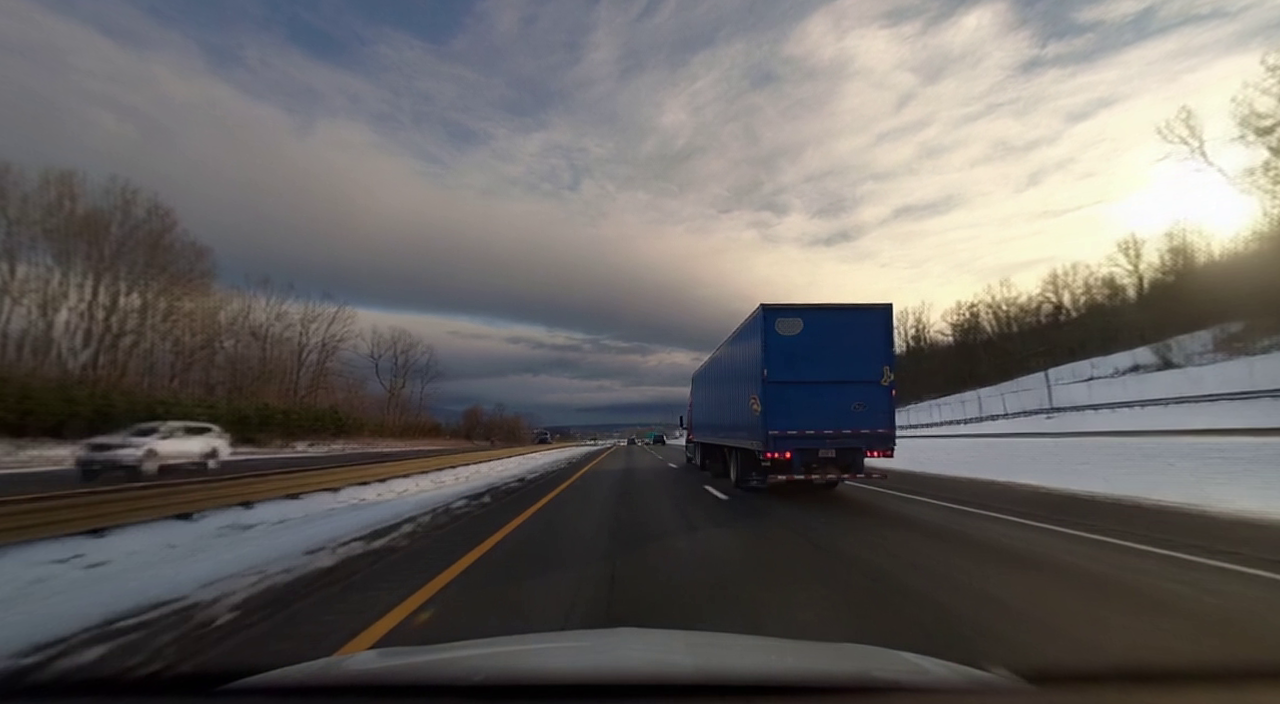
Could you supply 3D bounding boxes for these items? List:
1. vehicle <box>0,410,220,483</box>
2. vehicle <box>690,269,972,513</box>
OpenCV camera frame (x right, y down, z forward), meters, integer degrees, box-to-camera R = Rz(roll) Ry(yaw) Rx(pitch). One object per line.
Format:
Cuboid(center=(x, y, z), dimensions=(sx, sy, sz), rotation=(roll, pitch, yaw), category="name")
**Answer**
Cuboid(center=(-12.809, 2.322, 15.641), dimensions=(1.878, 1.556, 4.128), rotation=(0, -8, 0), category="vehicle")
Cuboid(center=(3.952, 1.777, 19.459), dimensions=(3.203, 4.273, 17.131), rotation=(0, -8, -1), category="vehicle")
